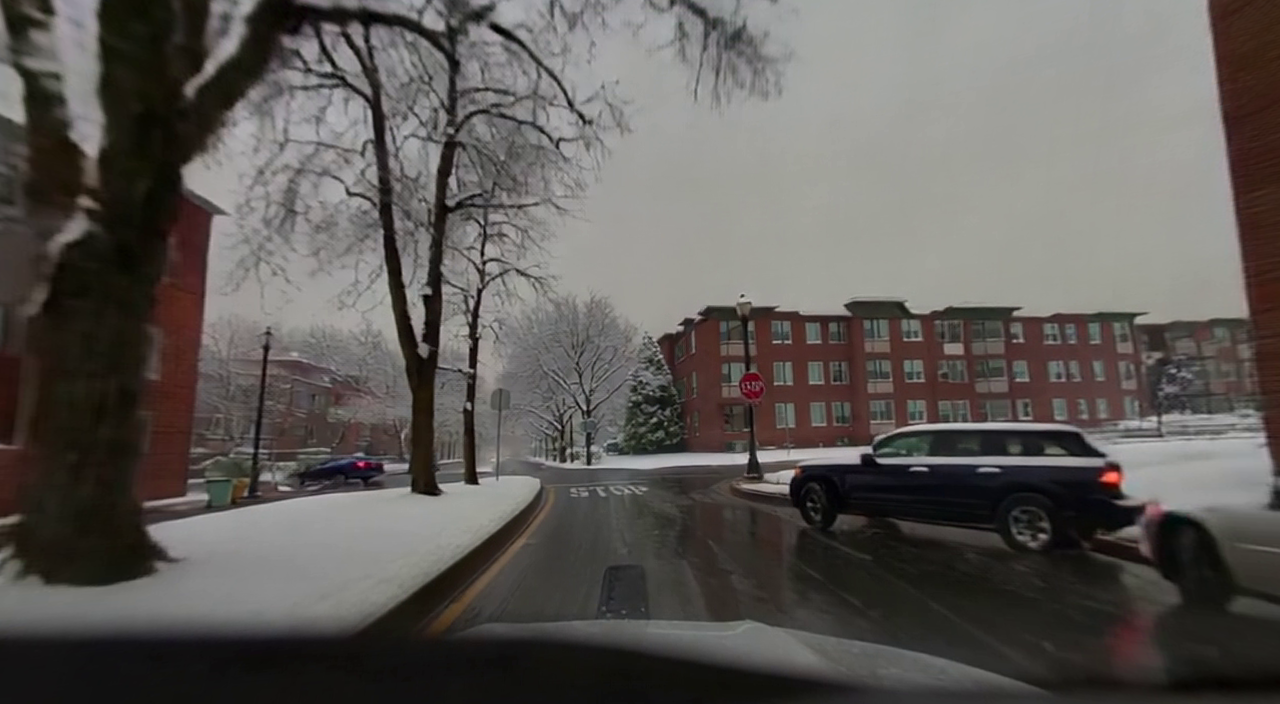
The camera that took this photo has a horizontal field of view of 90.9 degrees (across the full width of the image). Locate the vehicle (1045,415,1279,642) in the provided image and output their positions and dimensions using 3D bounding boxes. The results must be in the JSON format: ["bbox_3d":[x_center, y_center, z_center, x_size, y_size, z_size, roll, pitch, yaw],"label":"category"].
[{"bbox_3d":[5.000,1.092,3.769,1.758,1.454,5.088,0,-8,0],"label":"vehicle"}]

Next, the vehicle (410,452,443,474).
[{"bbox_3d":[-16.353,8.525,48.459,2.027,1.475,4.522,3,-8,-14],"label":"vehicle"}]

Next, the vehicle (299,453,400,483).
[{"bbox_3d":[-16.073,6.407,34.995,4.654,1.503,1.951,0,-8,4],"label":"vehicle"}]

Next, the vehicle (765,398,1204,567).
[{"bbox_3d":[4.023,1.639,8.472,2.065,1.529,4.709,1,-10,-26],"label":"vehicle"}]
